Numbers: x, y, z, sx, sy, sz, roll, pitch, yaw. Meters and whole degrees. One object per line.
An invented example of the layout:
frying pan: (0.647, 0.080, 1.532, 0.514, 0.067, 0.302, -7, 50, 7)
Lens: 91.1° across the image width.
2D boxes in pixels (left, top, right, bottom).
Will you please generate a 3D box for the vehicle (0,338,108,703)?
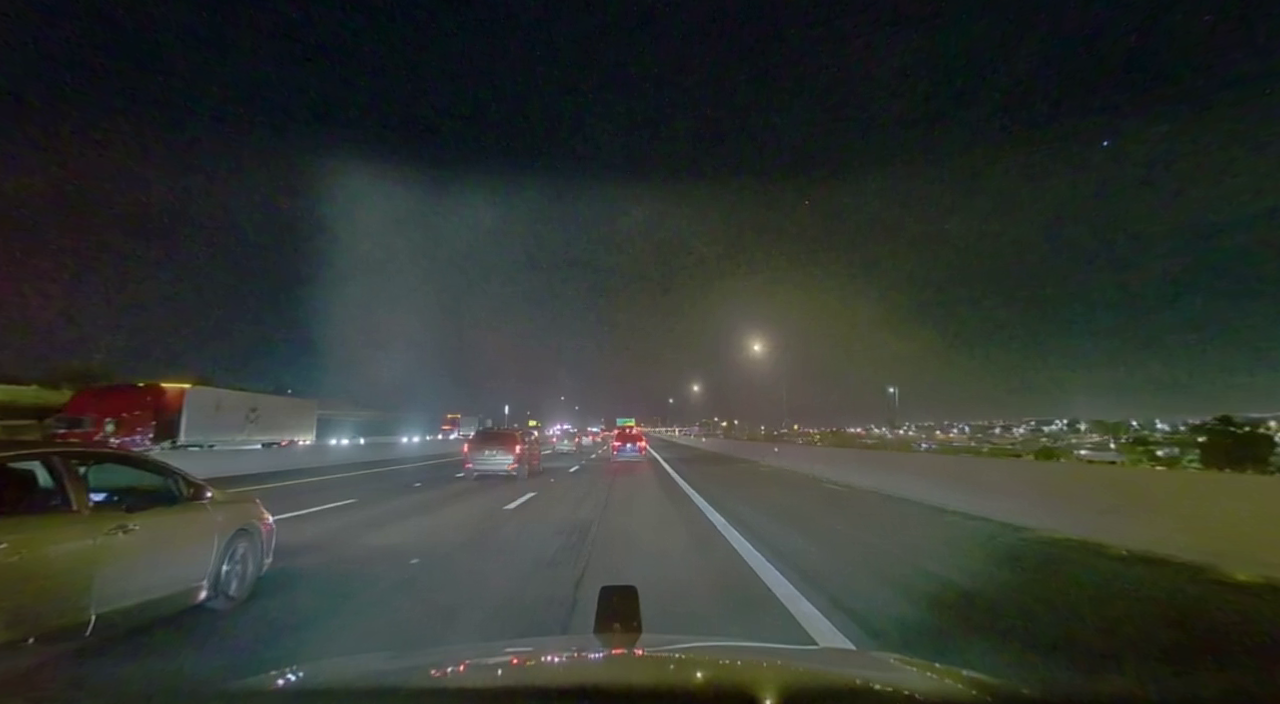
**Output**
vehicle: (-3.839, 0.575, 1.068, 2.107, 1.703, 4.274, 0, -8, 0)

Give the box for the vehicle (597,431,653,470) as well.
vehicle: (-0.560, 3.940, 25.447, 2.070, 1.452, 3.834, 0, -8, 0)

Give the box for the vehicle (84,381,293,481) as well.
vehicle: (-15.994, 2.912, 23.071, 2.656, 3.091, 6.666, 0, -8, 0)

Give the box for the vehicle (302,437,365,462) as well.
vehicle: (-19.582, 6.211, 40.420, 1.864, 1.483, 4.219, 0, -8, 1)

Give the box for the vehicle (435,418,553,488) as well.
vehicle: (-3.872, 2.773, 17.632, 2.154, 1.690, 4.595, 0, -8, 1)

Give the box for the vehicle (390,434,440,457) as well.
vehicle: (-15.684, 6.496, 44.058, 1.982, 1.516, 4.137, 0, -8, 1)
